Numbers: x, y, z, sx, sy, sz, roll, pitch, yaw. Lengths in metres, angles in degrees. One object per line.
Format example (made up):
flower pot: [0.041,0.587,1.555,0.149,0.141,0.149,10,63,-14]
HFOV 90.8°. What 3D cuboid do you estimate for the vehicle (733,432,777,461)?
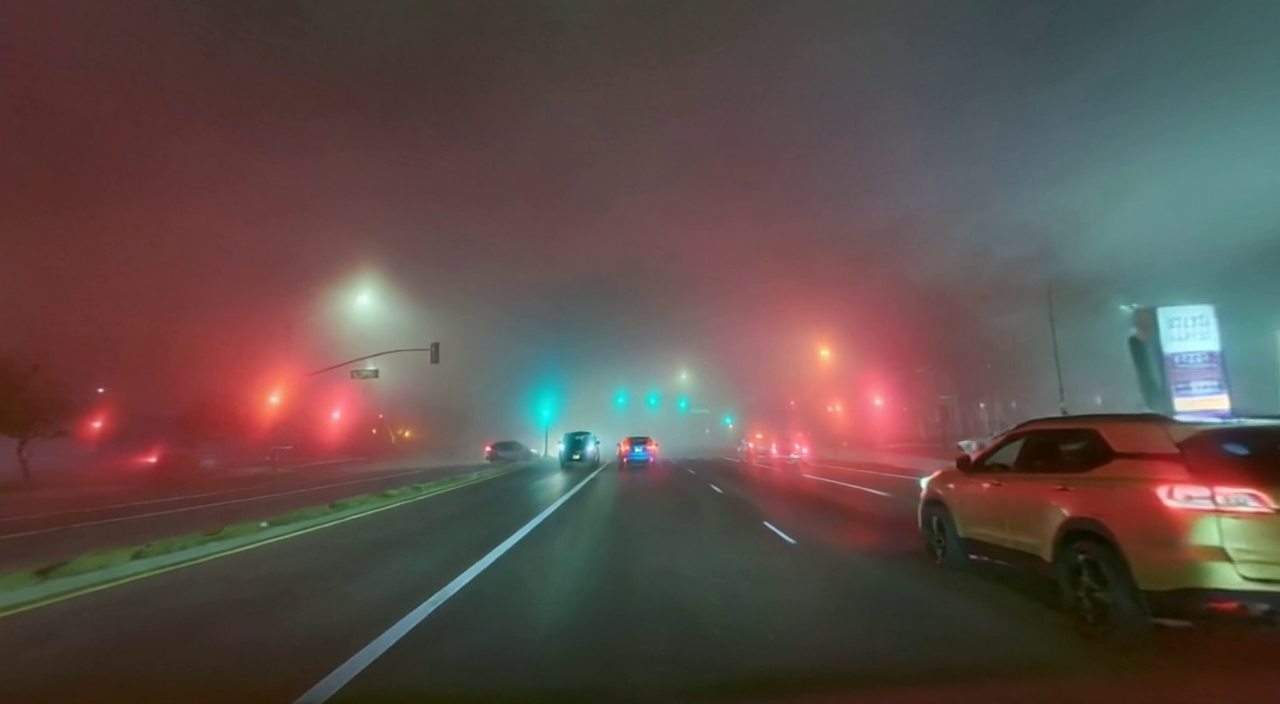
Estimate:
vehicle: [7.099,5.899,39.521,1.894,1.693,4.110,0,-8,-1]

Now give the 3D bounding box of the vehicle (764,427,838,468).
vehicle: [7.291,4.406,29.164,2.068,1.731,4.752,0,-8,-1]

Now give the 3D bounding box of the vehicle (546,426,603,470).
vehicle: [-2.867,4.355,28.802,2.064,1.825,4.760,0,-8,1]

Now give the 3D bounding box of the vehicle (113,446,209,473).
vehicle: [-30.549,6.855,40.461,4.561,1.588,1.832,5,-10,-29]

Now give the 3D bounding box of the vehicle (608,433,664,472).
vehicle: [-0.143,4.082,25.819,2.097,1.480,4.006,0,-8,0]

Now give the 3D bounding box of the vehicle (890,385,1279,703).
vehicle: [3.710,1.162,4.650,1.861,1.473,4.393,0,-8,-1]
